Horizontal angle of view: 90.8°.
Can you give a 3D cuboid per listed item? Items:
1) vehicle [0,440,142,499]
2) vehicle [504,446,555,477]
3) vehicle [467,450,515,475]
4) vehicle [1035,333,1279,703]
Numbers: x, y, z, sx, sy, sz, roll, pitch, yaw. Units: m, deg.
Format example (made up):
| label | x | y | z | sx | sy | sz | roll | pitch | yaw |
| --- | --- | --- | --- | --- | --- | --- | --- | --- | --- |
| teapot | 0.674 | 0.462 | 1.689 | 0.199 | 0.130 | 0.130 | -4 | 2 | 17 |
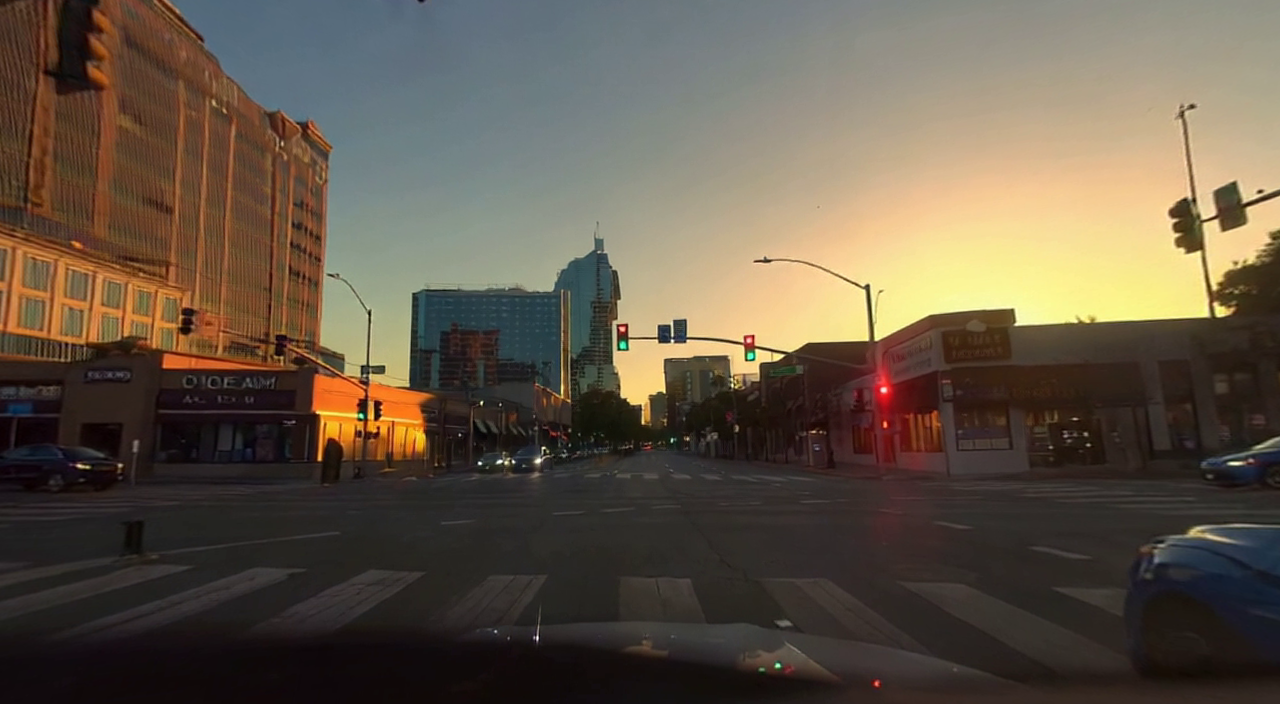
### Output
| label | x | y | z | sx | sy | sz | roll | pitch | yaw |
| --- | --- | --- | --- | --- | --- | --- | --- | --- | --- |
| vehicle | -21.043 | 4.128 | 22.459 | 5.161 | 1.910 | 2.275 | -2 | -9 | 11 |
| vehicle | -6.622 | 6.607 | 38.374 | 2.181 | 1.703 | 4.512 | 0 | -9 | 2 |
| vehicle | -9.670 | 7.214 | 41.301 | 2.106 | 1.505 | 4.228 | 0 | -9 | 0 |
| vehicle | 3.208 | 0.646 | 1.250 | 2.049 | 1.691 | 4.447 | 0 | -9 | 2 |
